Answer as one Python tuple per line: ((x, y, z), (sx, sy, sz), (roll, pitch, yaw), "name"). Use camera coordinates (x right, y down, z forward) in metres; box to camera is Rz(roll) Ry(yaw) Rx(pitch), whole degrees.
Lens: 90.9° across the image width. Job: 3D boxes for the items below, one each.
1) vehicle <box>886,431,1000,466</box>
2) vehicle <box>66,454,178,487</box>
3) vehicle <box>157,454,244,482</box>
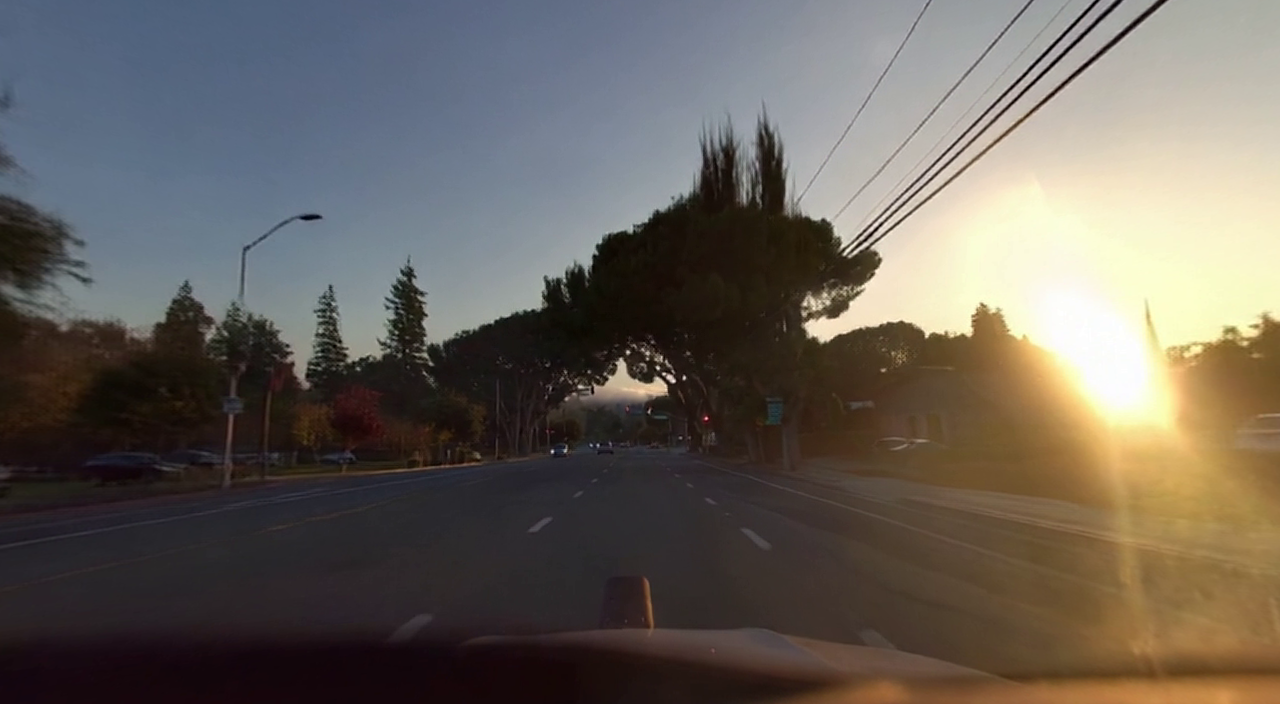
((15.137, 4.854, 31.728), (4.625, 1.467, 1.991), (-3, -8, 2), "vehicle")
((-22.730, 5.189, 27.754), (3.348, 1.380, 1.584), (1, -9, -6), "vehicle")
((-23.054, 6.065, 33.145), (3.309, 1.386, 1.573), (1, -9, -7), "vehicle")
